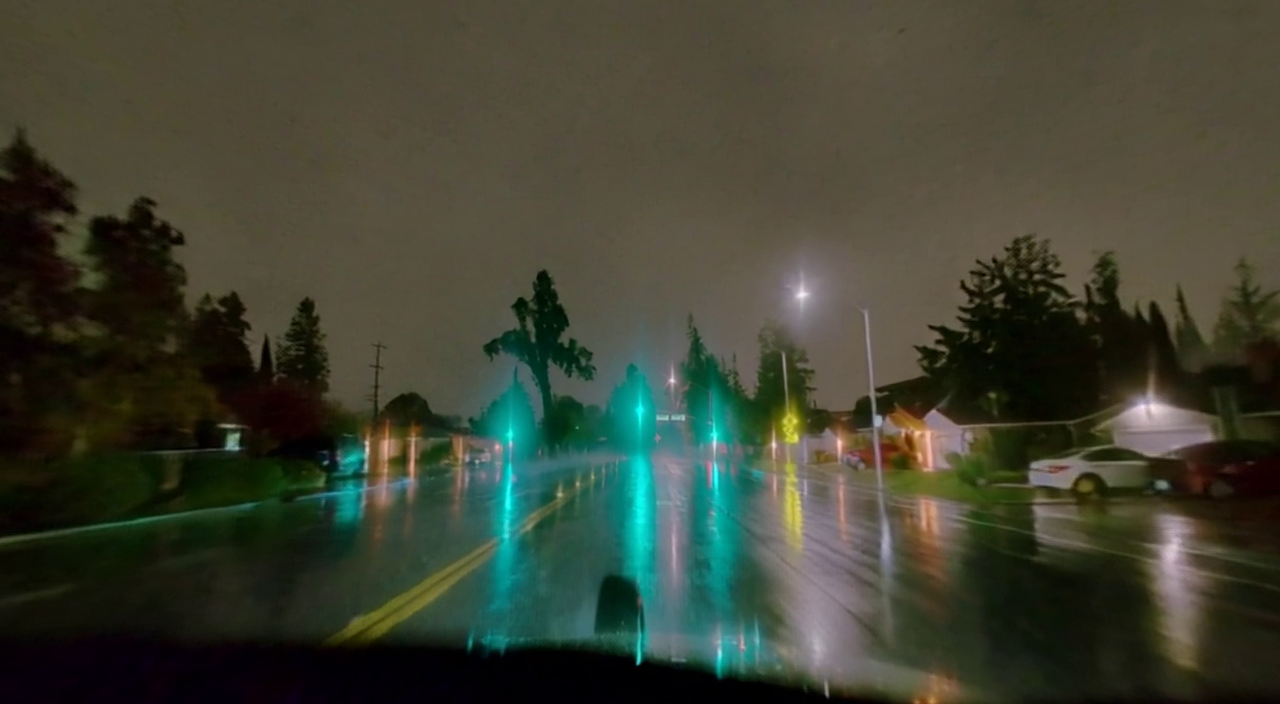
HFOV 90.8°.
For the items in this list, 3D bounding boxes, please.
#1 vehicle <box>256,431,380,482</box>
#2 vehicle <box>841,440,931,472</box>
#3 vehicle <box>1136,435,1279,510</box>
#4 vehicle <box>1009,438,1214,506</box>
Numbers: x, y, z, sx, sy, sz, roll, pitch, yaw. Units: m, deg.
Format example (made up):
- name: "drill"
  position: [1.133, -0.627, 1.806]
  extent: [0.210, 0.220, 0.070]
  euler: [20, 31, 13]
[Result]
- name: "vehicle"
  position: [-15.653, 5.119, 31.321]
  extent: [2.653, 2.232, 6.273]
  euler: [0, -8, 2]
- name: "vehicle"
  position: [15.329, 6.508, 39.516]
  extent: [4.739, 1.667, 1.998]
  euler: [-3, -7, 0]
- name: "vehicle"
  position: [15.177, 2.889, 15.531]
  extent: [4.234, 1.491, 1.940]
  euler: [-3, -7, 0]
- name: "vehicle"
  position: [13.950, 3.541, 18.902]
  extent: [4.466, 1.578, 1.968]
  euler: [-4, -7, -1]
